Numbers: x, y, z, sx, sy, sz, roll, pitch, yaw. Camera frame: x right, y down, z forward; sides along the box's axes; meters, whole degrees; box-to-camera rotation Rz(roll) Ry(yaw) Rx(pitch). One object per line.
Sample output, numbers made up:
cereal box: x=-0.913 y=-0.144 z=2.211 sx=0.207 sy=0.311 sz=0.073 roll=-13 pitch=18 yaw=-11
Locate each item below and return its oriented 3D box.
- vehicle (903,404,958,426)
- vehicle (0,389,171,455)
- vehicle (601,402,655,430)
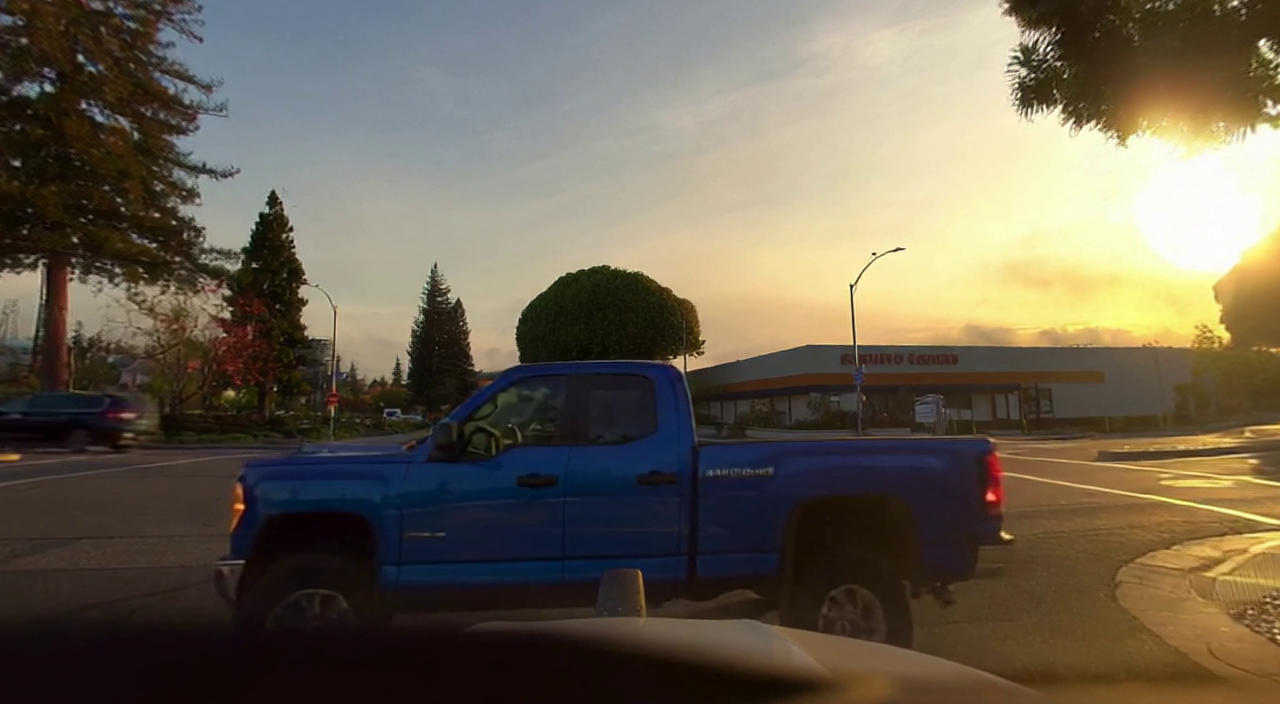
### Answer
vehicle: x=22.622 y=4.917 z=48.804 sx=4.674 sy=1.483 sz=1.745 roll=6 pitch=-10 yaw=-36
vehicle: x=-17.603 y=2.129 z=18.677 sx=5.333 sy=1.837 sz=2.124 roll=1 pitch=-9 yaw=-7
vehicle: x=-1.023 y=5.007 z=48.372 sx=2.435 sy=1.858 sz=5.585 roll=3 pitch=-9 yaw=-21
